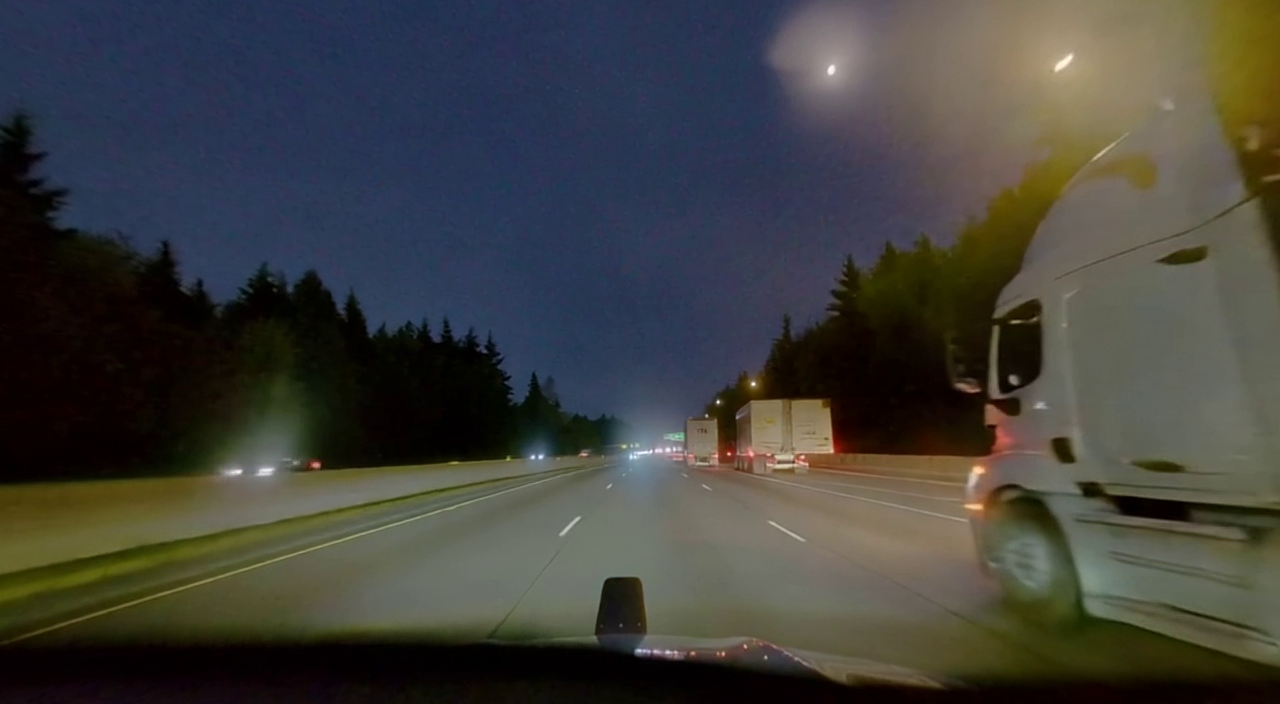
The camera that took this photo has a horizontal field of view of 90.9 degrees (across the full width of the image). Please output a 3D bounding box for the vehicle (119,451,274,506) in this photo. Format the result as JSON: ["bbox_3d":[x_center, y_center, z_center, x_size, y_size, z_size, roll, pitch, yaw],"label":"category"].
[{"bbox_3d":[-13.644,3.868,19.726,1.932,1.522,4.001,0,-9,0],"label":"vehicle"}]
